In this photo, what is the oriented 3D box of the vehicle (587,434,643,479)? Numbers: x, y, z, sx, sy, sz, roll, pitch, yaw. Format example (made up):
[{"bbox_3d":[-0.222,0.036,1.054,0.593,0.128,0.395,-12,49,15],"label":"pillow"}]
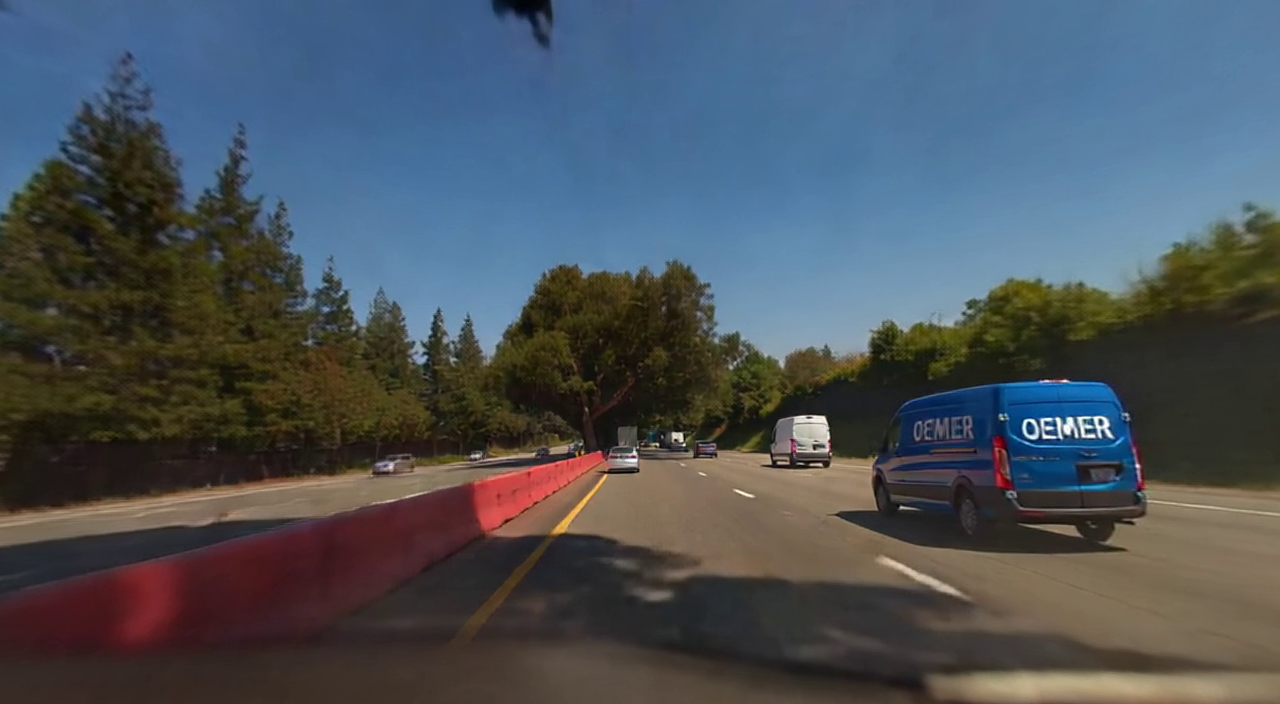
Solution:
[{"bbox_3d":[-1.005,4.177,25.453,2.100,1.636,3.620,0,-8,-2],"label":"vehicle"}]

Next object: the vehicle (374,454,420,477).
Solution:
[{"bbox_3d":[-18.237,8.521,47.441,1.804,1.491,4.444,0,-8,-1],"label":"vehicle"}]

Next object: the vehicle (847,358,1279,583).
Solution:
[{"bbox_3d":[4.818,1.419,8.297,2.223,2.008,5.121,0,-8,-2],"label":"vehicle"}]

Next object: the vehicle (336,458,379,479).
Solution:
[{"bbox_3d":[-21.965,9.032,49.110,1.744,1.460,3.700,0,-8,-3],"label":"vehicle"}]

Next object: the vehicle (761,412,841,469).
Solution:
[{"bbox_3d":[8.113,4.566,32.382,2.385,2.635,5.633,0,-8,-2],"label":"vehicle"}]

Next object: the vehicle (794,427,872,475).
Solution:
[{"bbox_3d":[8.274,4.275,27.341,2.255,1.960,3.229,0,-8,-1],"label":"vehicle"}]
